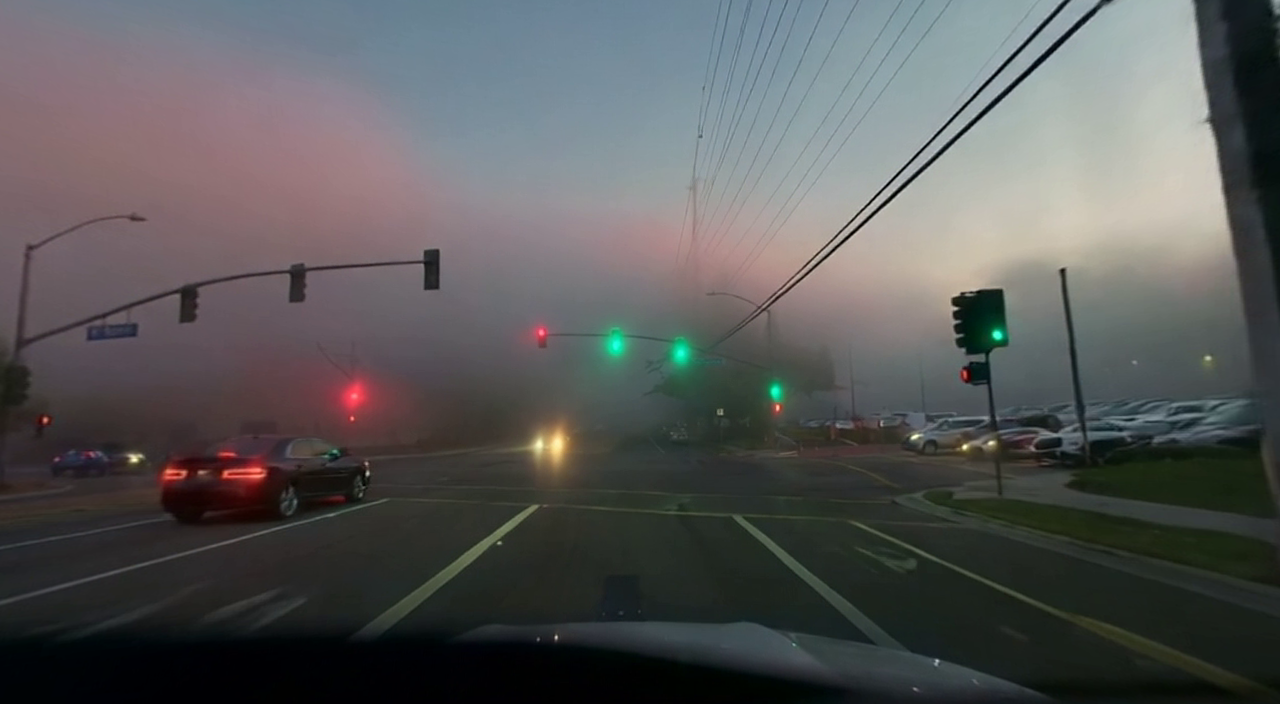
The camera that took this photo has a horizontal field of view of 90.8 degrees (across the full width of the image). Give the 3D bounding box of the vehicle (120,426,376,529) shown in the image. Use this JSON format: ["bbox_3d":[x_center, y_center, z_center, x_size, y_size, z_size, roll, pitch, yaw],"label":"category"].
[{"bbox_3d":[-6.473,2.097,11.155,1.928,1.451,4.219,0,-8,-3],"label":"vehicle"}]

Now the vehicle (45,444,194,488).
[{"bbox_3d":[-22.231,4.843,27.086,4.722,1.741,2.142,-1,-8,8],"label":"vehicle"}]
